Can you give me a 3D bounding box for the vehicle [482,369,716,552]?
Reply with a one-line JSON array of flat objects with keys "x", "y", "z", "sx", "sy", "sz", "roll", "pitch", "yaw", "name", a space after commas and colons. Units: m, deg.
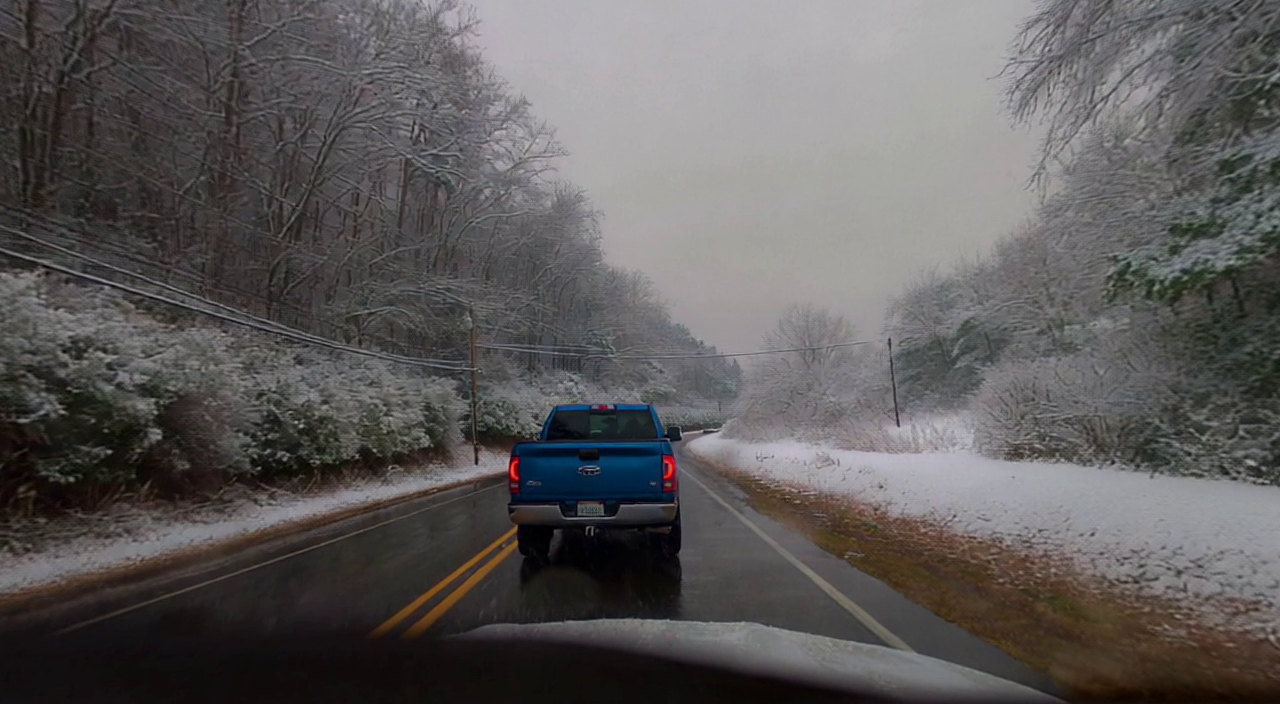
[{"x": -0.537, "y": 1.747, "z": 10.724, "sx": 2.837, "sy": 2.223, "sz": 5.885, "roll": 0, "pitch": -8, "yaw": -1, "name": "vehicle"}]
